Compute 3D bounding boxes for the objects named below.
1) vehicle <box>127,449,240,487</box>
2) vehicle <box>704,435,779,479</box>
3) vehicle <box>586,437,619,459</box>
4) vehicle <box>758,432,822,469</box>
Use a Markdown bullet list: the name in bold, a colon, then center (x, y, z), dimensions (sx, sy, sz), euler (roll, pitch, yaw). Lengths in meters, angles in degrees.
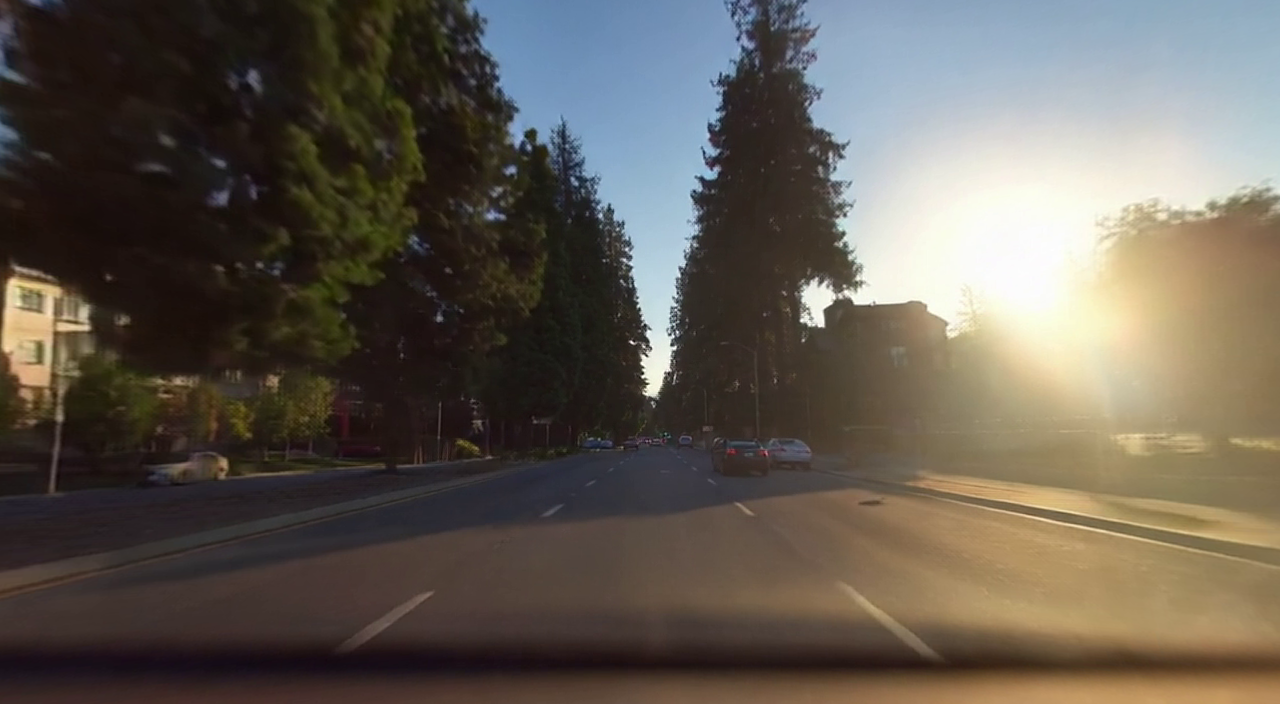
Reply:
- **vehicle**: center (-22.329, 5.642, 31.135), dimensions (1.883, 1.671, 4.779), euler (0, -8, 2)
- **vehicle**: center (3.753, 3.969, 24.186), dimensions (2.128, 1.502, 4.572), euler (0, -8, 0)
- **vehicle**: center (-2.659, 6.913, 45.558), dimensions (2.049, 1.485, 4.656), euler (0, -8, 1)
- **vehicle**: center (7.496, 4.989, 31.995), dimensions (2.121, 1.727, 4.789), euler (0, -8, 0)
